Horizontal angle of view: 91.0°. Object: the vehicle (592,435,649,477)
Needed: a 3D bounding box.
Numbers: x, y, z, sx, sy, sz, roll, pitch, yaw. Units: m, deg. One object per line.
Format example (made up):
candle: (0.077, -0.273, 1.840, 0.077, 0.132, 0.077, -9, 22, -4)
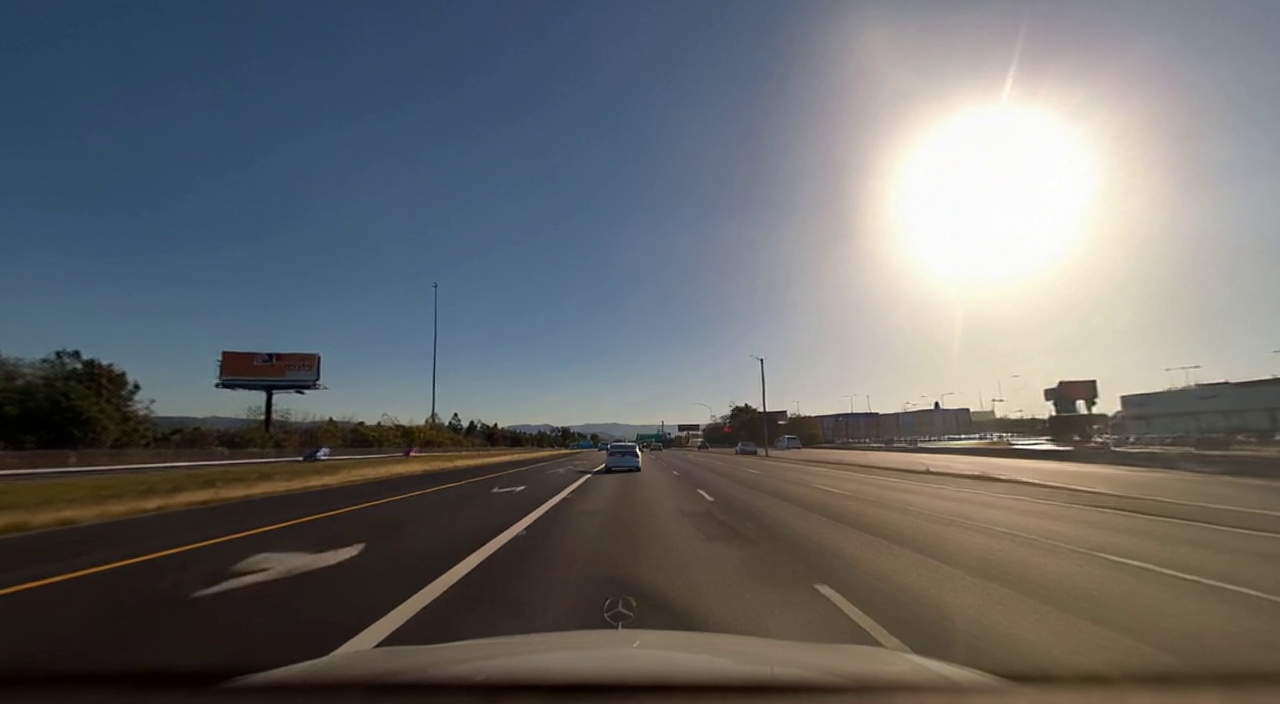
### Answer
vehicle: (-0.738, 4.233, 25.826, 2.147, 1.576, 3.964, 0, -8, 0)
